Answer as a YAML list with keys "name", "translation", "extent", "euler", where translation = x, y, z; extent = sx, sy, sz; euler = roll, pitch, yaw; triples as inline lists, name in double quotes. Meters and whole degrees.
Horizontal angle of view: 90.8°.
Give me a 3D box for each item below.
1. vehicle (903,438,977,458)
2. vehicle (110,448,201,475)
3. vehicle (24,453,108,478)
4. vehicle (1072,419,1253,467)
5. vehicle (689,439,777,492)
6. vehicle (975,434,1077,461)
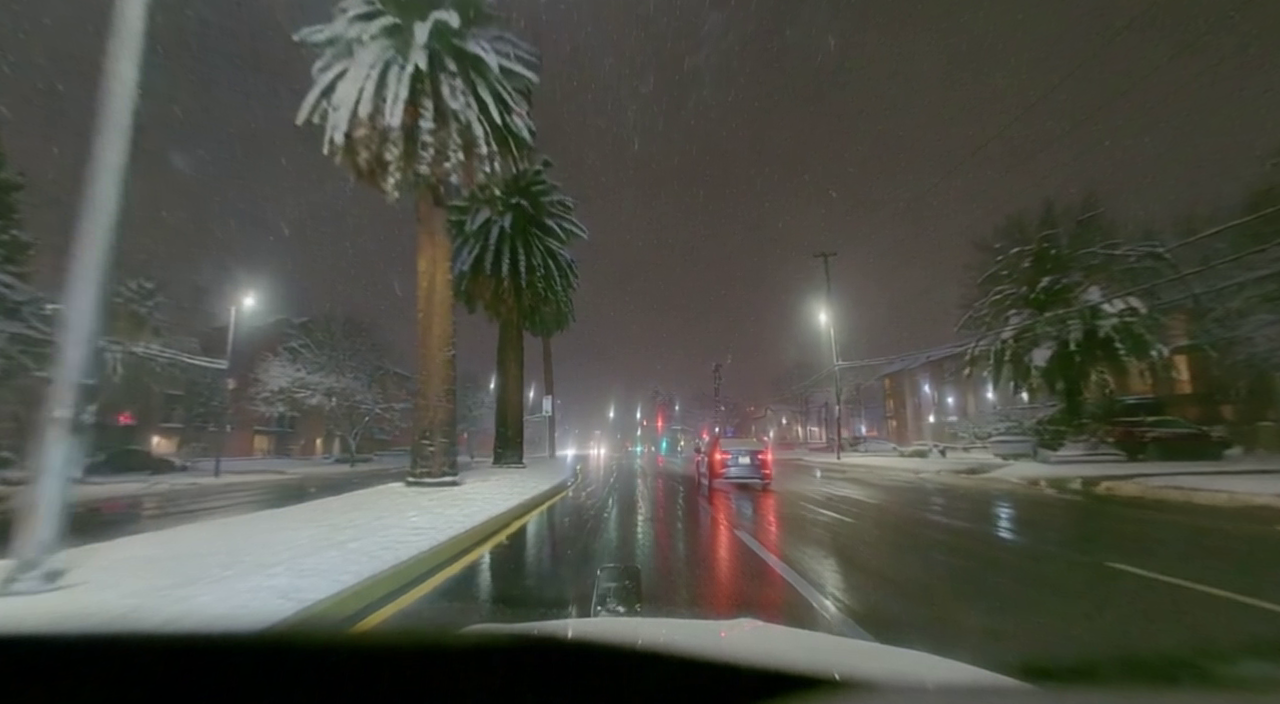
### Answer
- name: "vehicle"
  translation: [22.047, 7.074, 46.478]
  extent: [4.472, 1.451, 1.842]
  euler: [0, -9, -1]
- name: "vehicle"
  translation: [-30.850, 6.953, 40.441]
  extent: [1.933, 1.586, 4.594]
  euler: [-1, -9, 4]
- name: "vehicle"
  translation: [-36.019, 7.100, 39.778]
  extent: [1.777, 1.425, 3.875]
  euler: [1, -9, -5]
- name: "vehicle"
  translation: [21.920, 3.845, 26.684]
  extent: [5.644, 1.937, 2.174]
  euler: [0, -9, -1]
- name: "vehicle"
  translation: [2.727, 3.456, 19.584]
  extent: [1.964, 1.448, 4.295]
  euler: [0, -9, -2]
- name: "vehicle"
  translation: [22.400, 5.568, 36.800]
  extent: [4.633, 1.518, 2.008]
  euler: [0, -9, -1]
